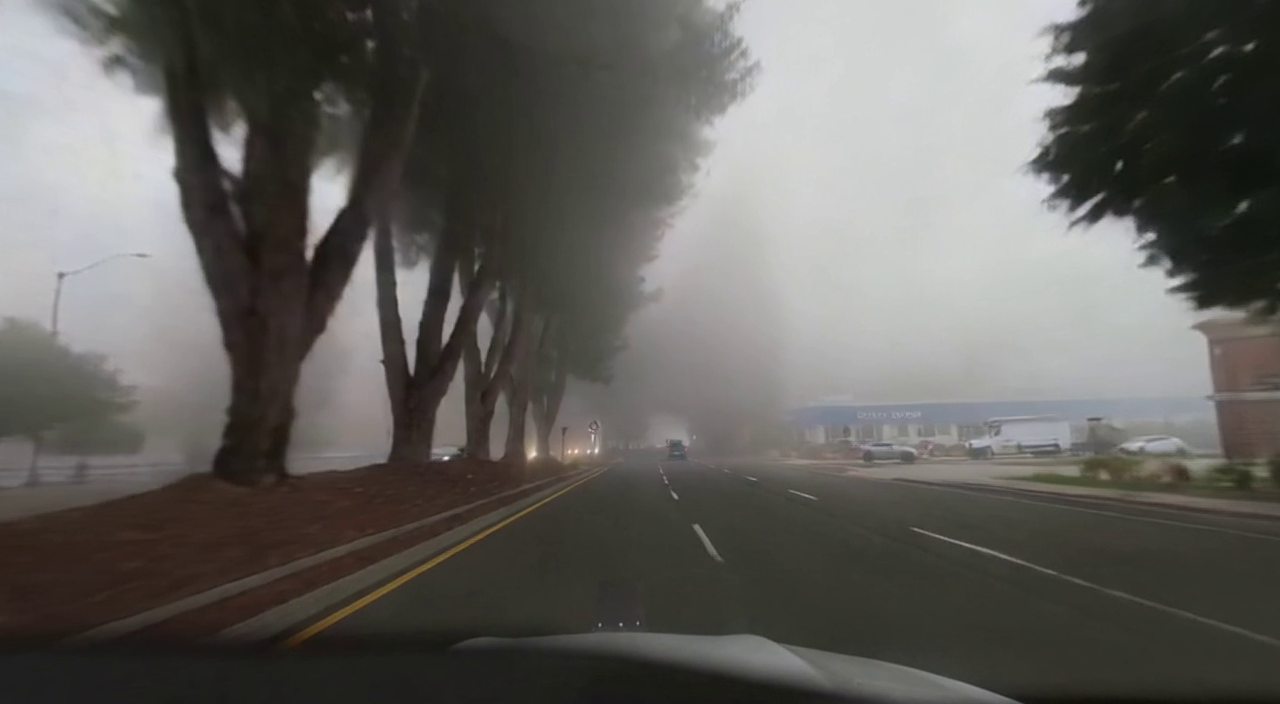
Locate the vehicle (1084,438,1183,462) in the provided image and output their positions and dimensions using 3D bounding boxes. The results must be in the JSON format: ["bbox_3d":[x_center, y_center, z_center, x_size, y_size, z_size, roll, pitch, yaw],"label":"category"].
[{"bbox_3d":[31.352,6.239,40.207,4.610,1.452,2.009,0,-9,-1],"label":"vehicle"}]

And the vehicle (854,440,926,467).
[{"bbox_3d":[16.437,6.633,41.517,4.319,1.624,1.988,4,-10,-27],"label":"vehicle"}]

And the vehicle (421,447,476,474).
[{"bbox_3d":[-11.018,6.278,36.735,1.822,1.444,4.338,-1,-9,0],"label":"vehicle"}]

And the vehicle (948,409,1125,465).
[{"bbox_3d":[30.388,6.529,48.750,11.456,3.682,3.010,-2,-7,-1],"label":"vehicle"}]
